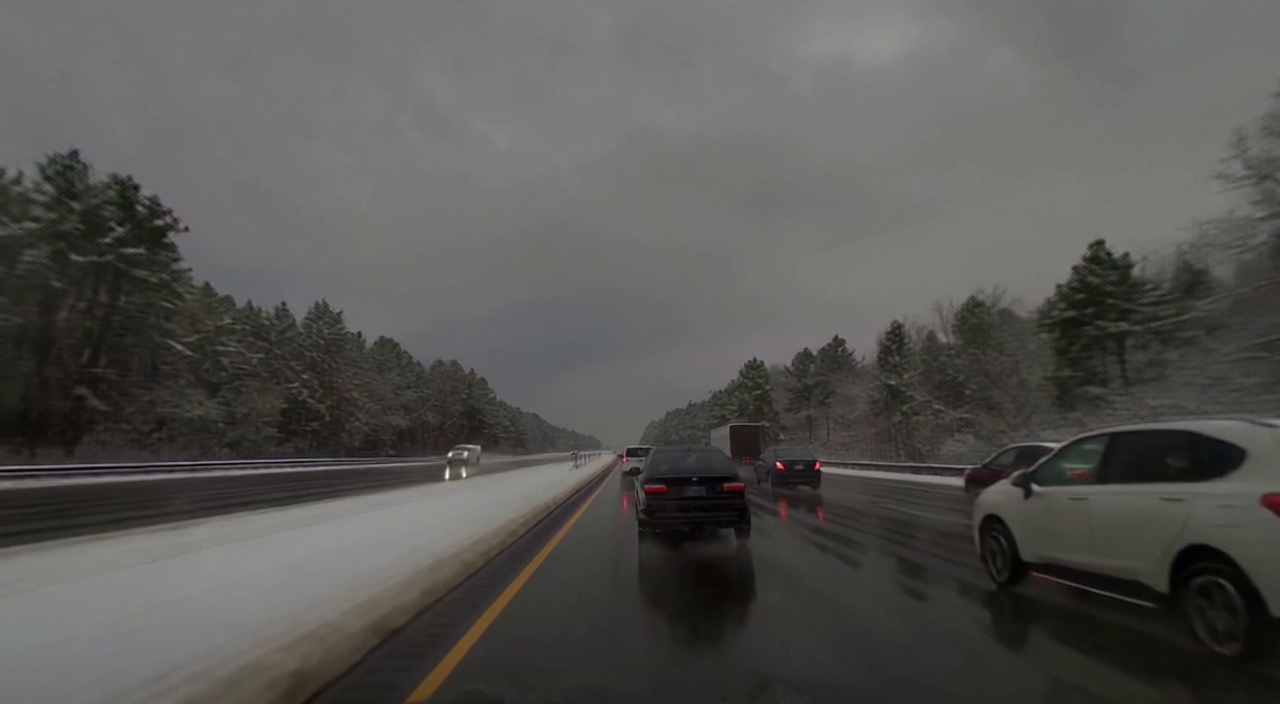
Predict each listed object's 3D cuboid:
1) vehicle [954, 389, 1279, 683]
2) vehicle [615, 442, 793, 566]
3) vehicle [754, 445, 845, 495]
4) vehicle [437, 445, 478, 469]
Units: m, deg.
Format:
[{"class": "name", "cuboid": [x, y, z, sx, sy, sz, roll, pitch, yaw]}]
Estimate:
[{"class": "vehicle", "cuboid": [4.637, 1.241, 4.837, 1.998, 1.657, 4.604, 0, -9, -1]}, {"class": "vehicle", "cuboid": [0.716, 2.091, 9.345, 2.094, 1.426, 3.725, 0, -9, -1]}, {"class": "vehicle", "cuboid": [5.260, 3.960, 21.411, 1.908, 1.500, 4.157, 0, -9, -1]}, {"class": "vehicle", "cuboid": [-12.504, 7.204, 43.295, 1.744, 1.527, 3.666, 0, -9, -1]}]
